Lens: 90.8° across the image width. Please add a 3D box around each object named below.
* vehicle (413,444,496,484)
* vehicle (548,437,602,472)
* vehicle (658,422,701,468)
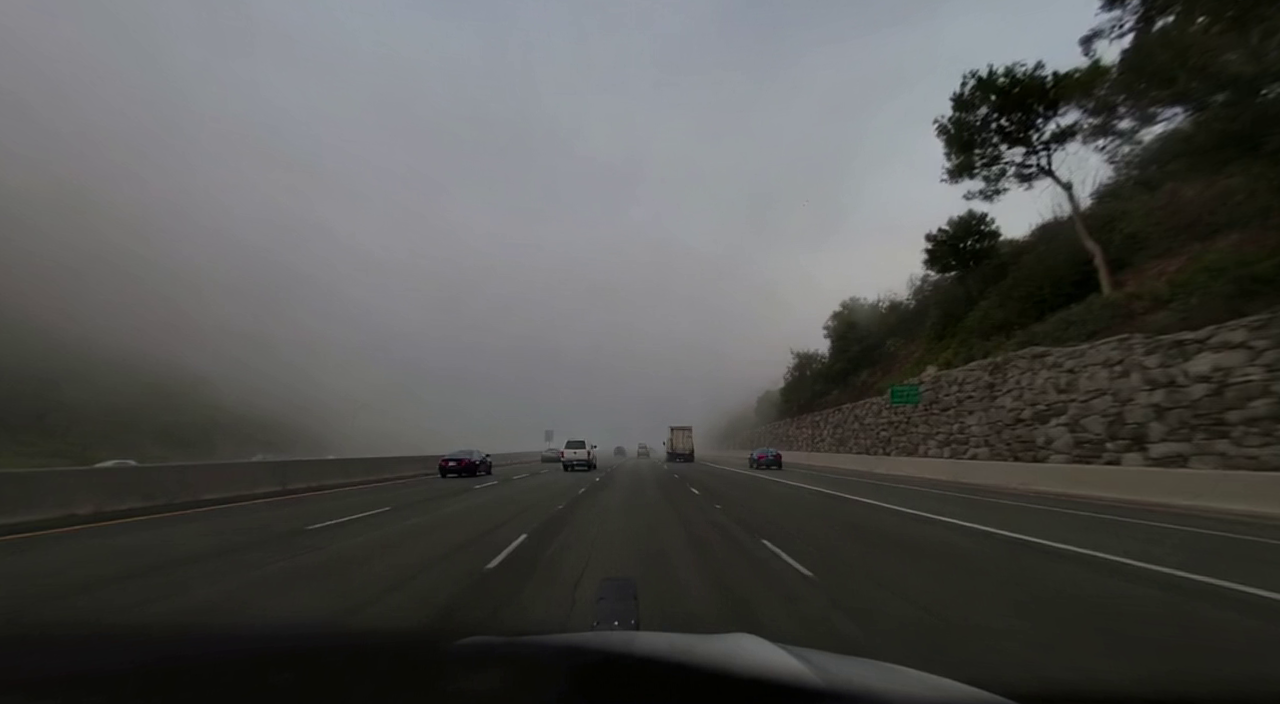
[{"bbox_3d":[-7.633,4.641,26.482,2.102,1.522,4.394,0,-8,0],"label":"vehicle"},{"bbox_3d":[-3.897,6.326,39.251,2.720,2.041,5.432,0,-8,1],"label":"vehicle"},{"bbox_3d":[2.860,7.095,48.138,2.795,3.187,7.205,0,-8,0],"label":"vehicle"}]
